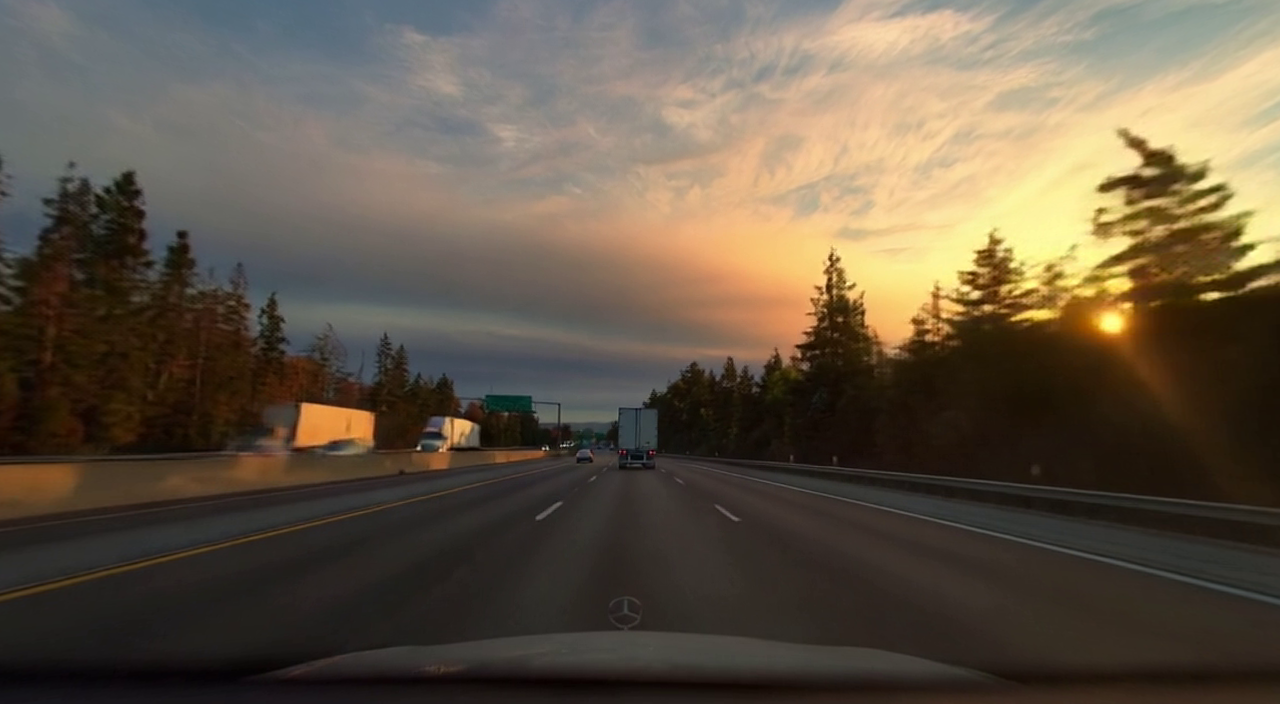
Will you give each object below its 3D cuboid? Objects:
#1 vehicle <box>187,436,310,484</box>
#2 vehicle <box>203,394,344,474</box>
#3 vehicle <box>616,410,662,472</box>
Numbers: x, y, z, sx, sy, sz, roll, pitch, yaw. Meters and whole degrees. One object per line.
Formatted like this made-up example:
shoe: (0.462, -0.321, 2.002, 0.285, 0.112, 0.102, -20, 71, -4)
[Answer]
vehicle: (-13.309, 3.685, 21.690, 1.995, 1.490, 3.421, 0, -9, 0)
vehicle: (-17.615, 4.085, 30.896, 3.242, 3.506, 5.962, 0, -9, -1)
vehicle: (-0.204, 6.538, 45.995, 2.962, 3.953, 10.696, 0, -9, -2)
